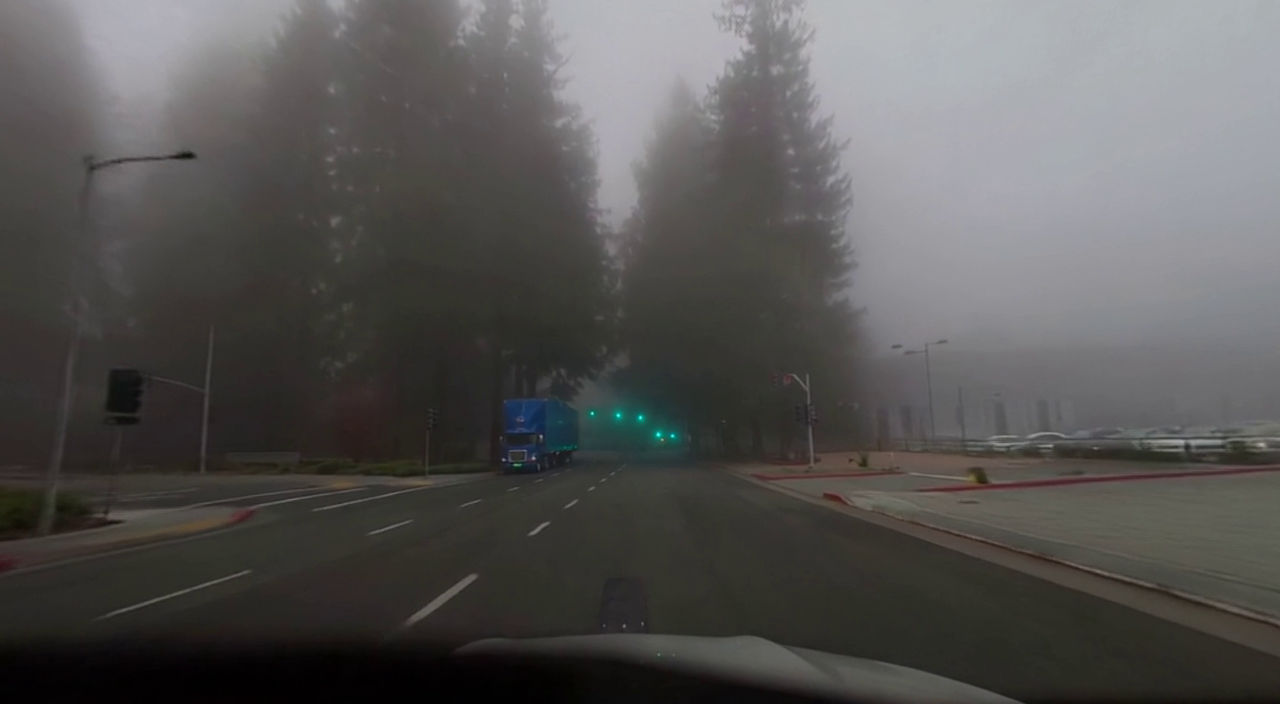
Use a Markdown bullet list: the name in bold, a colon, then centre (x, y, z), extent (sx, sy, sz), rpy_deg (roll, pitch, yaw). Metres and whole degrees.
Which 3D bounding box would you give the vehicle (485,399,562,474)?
- **vehicle**: centre (-6.851, 5.189, 38.378), extent (3.053, 4.058, 8.110), rpy_deg (0, -9, 0)
